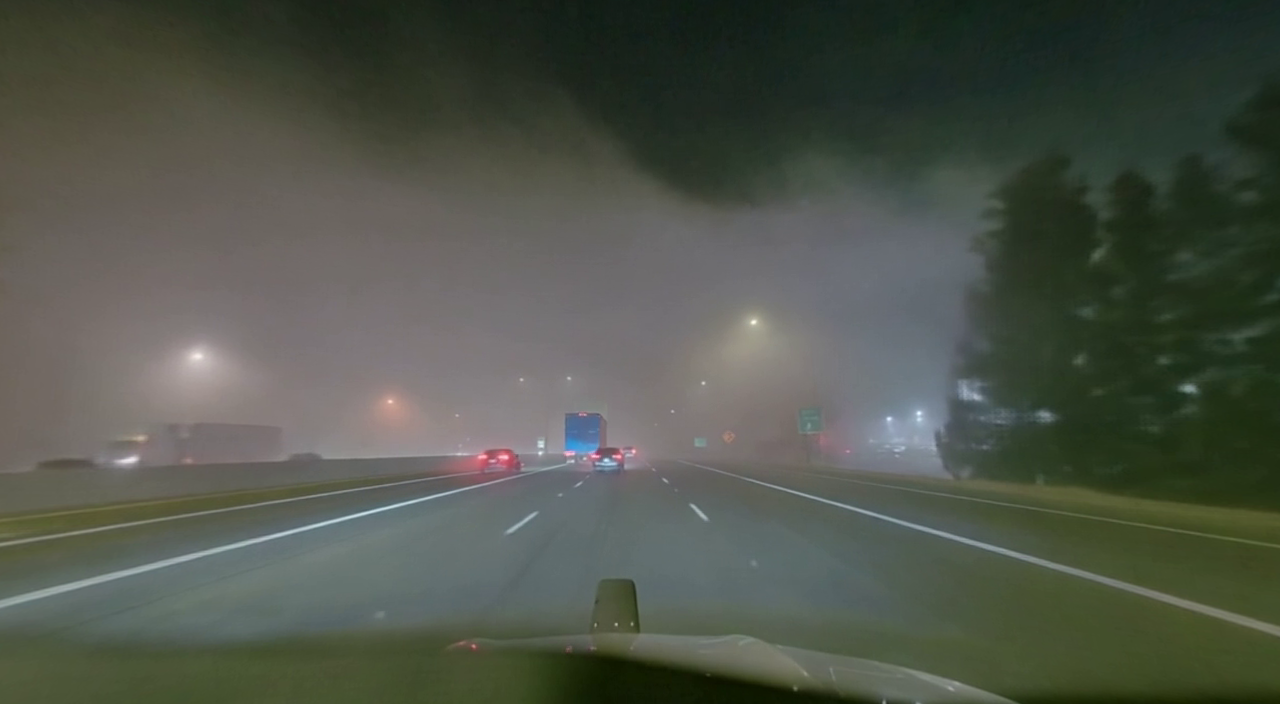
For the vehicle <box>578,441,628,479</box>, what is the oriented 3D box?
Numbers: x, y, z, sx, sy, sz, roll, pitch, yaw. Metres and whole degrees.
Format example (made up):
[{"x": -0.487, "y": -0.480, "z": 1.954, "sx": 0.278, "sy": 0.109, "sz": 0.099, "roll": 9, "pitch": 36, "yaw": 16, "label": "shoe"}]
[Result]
[{"x": -1.656, "y": 5.049, "z": 29.805, "sx": 2.033, "sy": 1.669, "sz": 4.112, "roll": 0, "pitch": -9, "yaw": 1, "label": "vehicle"}]

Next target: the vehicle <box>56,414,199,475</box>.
[{"x": -35.248, "y": 6.455, "z": 44.012, "sx": 2.998, "sy": 3.834, "sz": 8.114, "roll": 0, "pitch": -9, "yaw": 0, "label": "vehicle"}]

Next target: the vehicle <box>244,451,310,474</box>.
[{"x": -23.545, "y": 7.167, "z": 41.133, "sx": 1.813, "sy": 1.411, "sz": 4.115, "roll": 0, "pitch": -9, "yaw": 0, "label": "vehicle"}]

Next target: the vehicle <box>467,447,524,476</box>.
[{"x": -7.761, "y": 5.890, "z": 34.283, "sx": 2.026, "sy": 1.477, "sz": 4.467, "roll": 0, "pitch": -9, "yaw": 0, "label": "vehicle"}]
